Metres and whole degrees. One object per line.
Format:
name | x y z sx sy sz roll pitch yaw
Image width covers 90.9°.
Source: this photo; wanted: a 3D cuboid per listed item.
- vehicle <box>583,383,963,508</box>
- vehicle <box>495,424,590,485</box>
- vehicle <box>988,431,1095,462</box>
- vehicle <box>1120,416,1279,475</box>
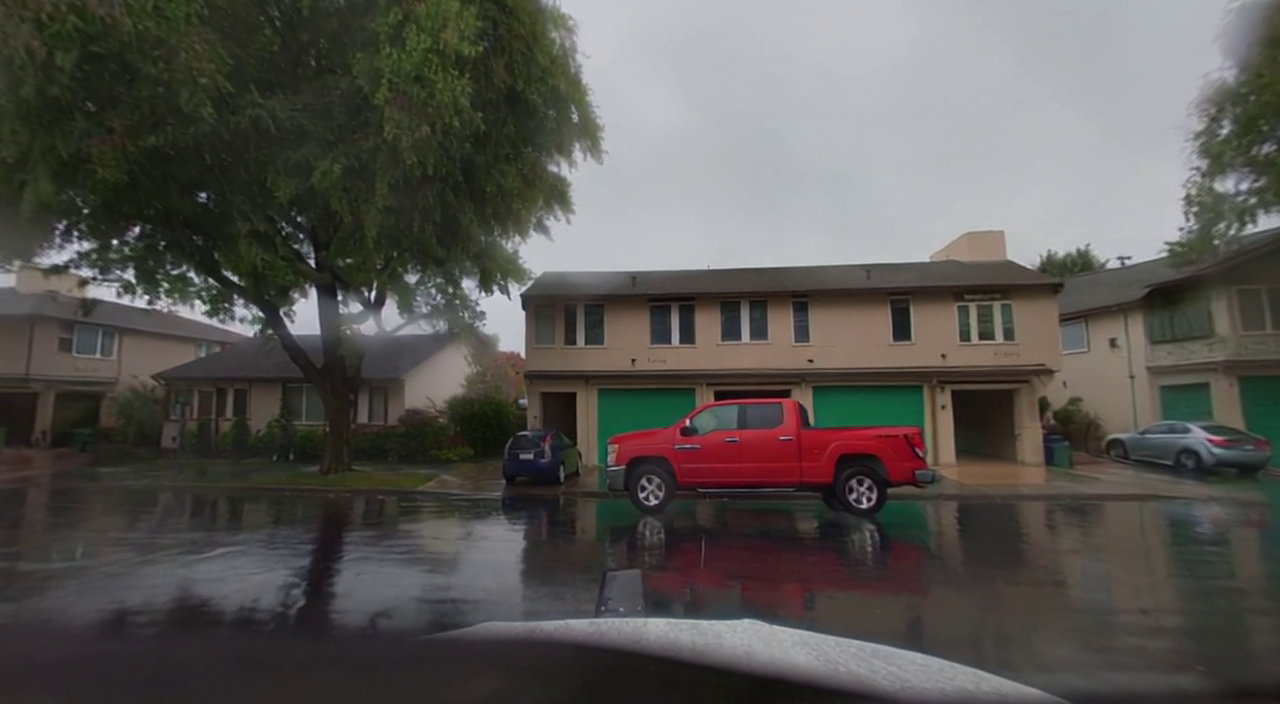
vehicle | 2.018 1.578 10.640 5.600 1.835 2.161 -1 -9 6
vehicle | -2.872 3.076 19.446 1.869 1.460 3.826 -4 -5 6
vehicle | 19.284 4.554 30.402 3.897 1.416 1.703 -1 -9 7
vehicle | 17.789 2.944 19.826 3.770 1.496 1.951 3 -9 7
